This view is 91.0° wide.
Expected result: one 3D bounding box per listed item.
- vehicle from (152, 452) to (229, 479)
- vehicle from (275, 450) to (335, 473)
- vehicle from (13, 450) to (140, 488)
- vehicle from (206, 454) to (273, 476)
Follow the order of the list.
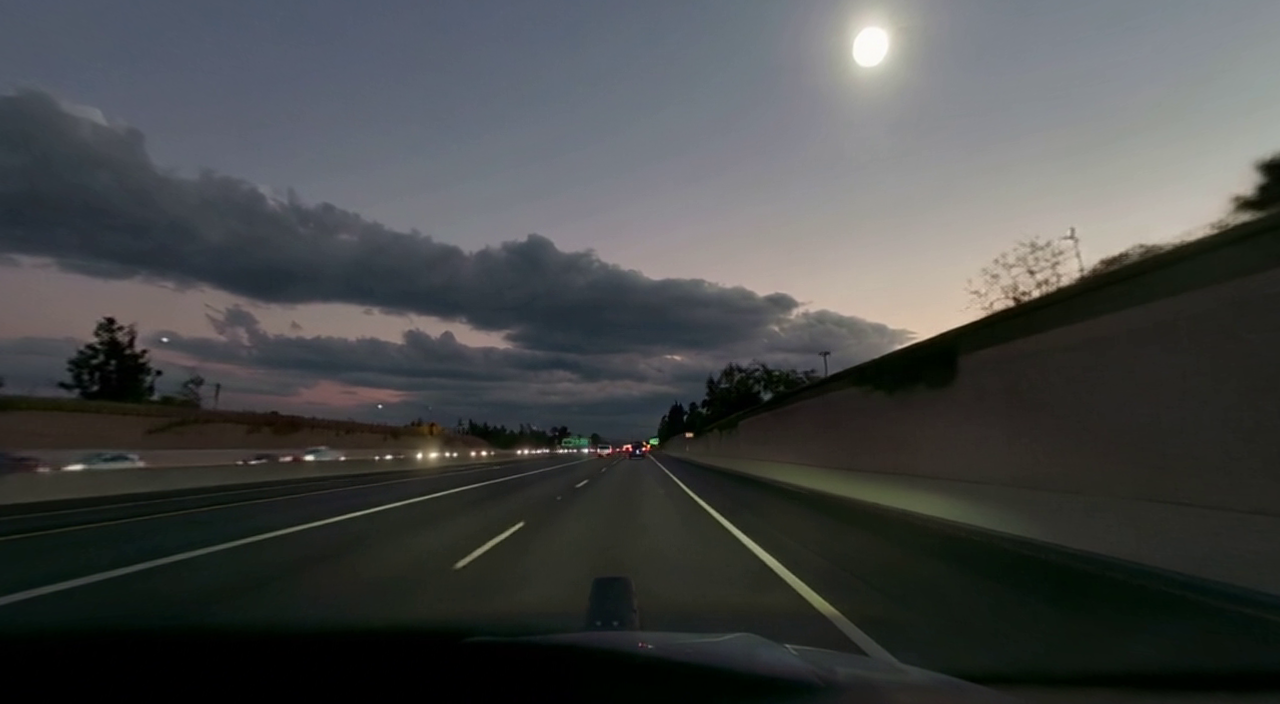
[{"bbox_3d":[-33.718,8.501,47.433,2.018,1.811,4.943,0,-9,1],"label":"vehicle"},{"bbox_3d":[-25.697,8.358,48.496,1.995,1.653,4.667,0,-9,0],"label":"vehicle"},{"bbox_3d":[-29.679,6.154,33.450,2.146,1.840,4.934,0,-9,0],"label":"vehicle"},{"bbox_3d":[-29.600,8.339,46.709,1.862,1.517,4.693,0,-9,0],"label":"vehicle"}]
